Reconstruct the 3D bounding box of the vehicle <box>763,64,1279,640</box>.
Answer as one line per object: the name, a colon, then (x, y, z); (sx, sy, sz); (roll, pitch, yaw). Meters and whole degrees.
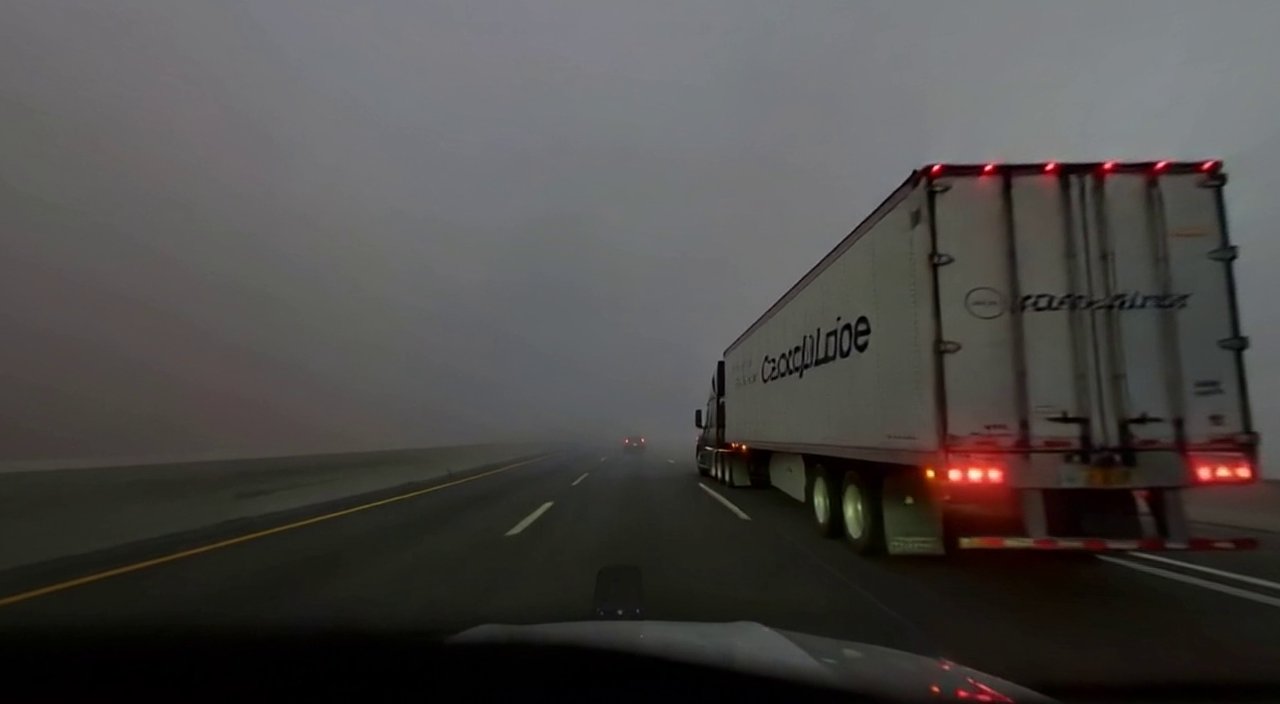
vehicle: (4.064, 0.500, 8.684); (2.840, 3.947, 8.920); (0, -8, 0)
